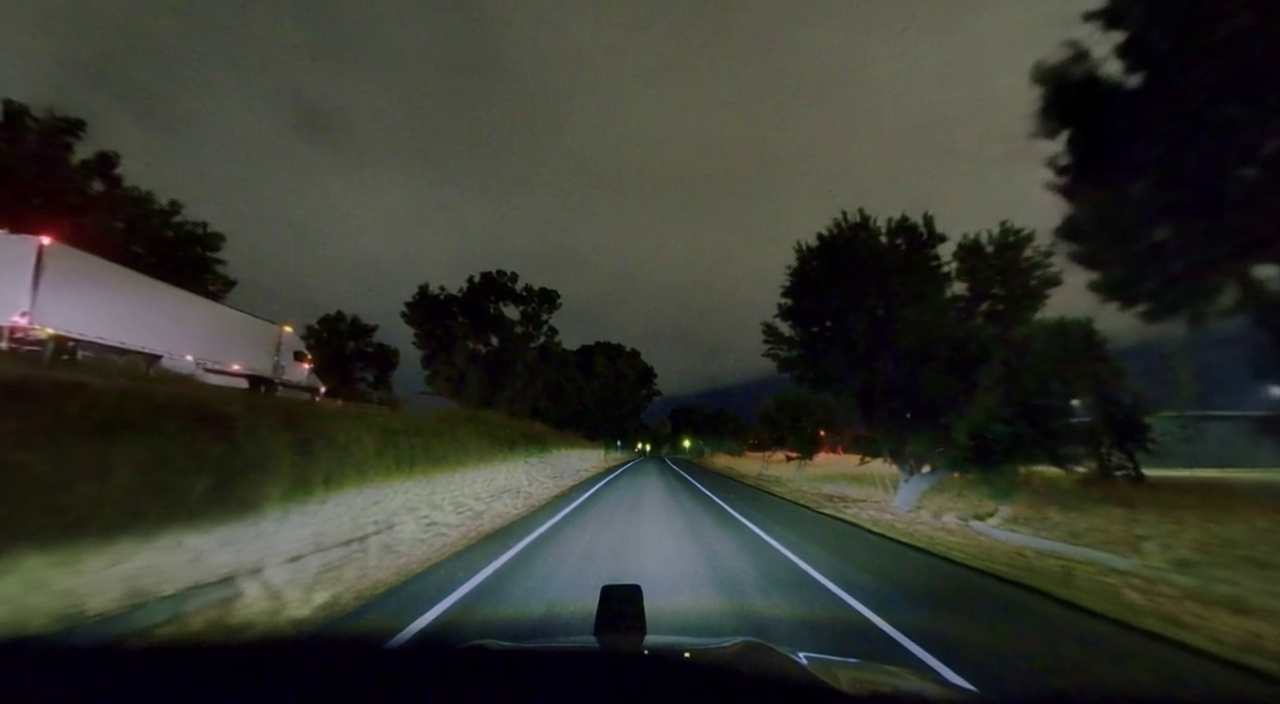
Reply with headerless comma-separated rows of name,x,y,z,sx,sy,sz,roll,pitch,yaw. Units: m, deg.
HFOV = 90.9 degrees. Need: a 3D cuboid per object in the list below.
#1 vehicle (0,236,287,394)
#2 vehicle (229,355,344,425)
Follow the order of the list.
vehicle,-25.516,-0.992,33.466,3.314,4.163,16.558,-1,-12,3
vehicle,-24.262,2.678,44.032,3.022,4.324,8.607,-1,-4,1
